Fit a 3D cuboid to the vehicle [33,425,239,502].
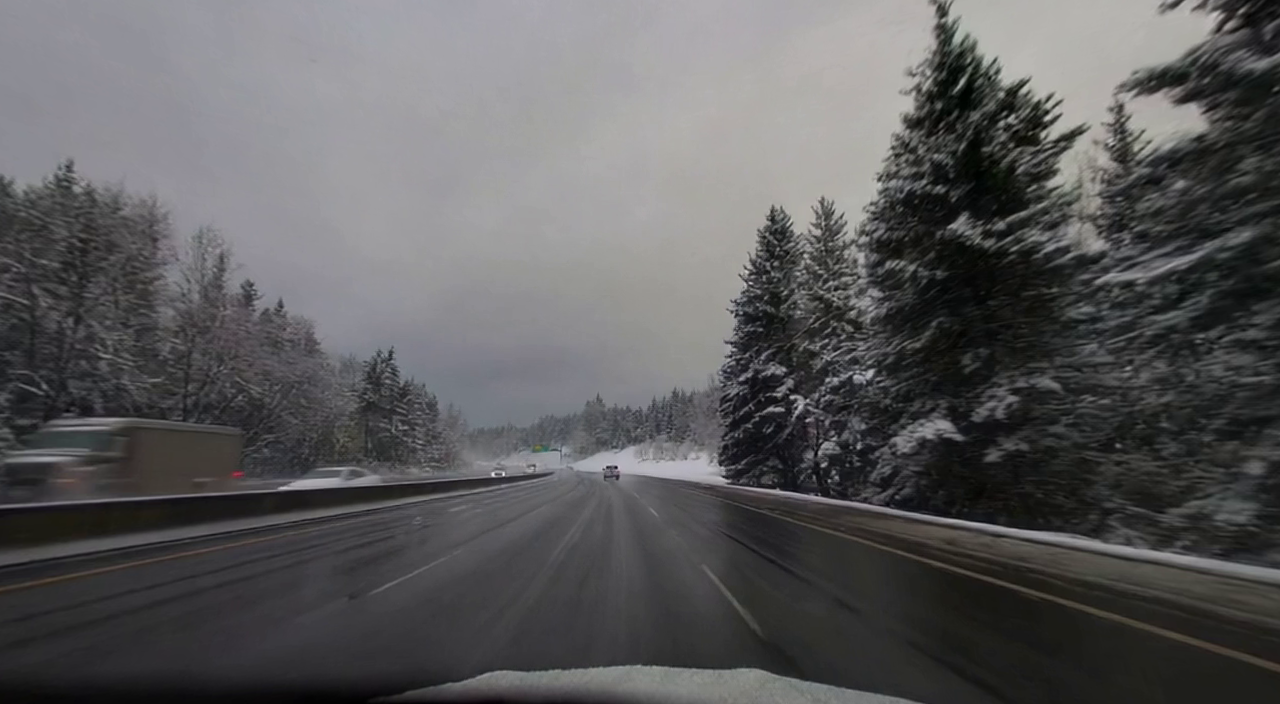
[{"bbox_3d":[-17.633,4.024,22.660,2.487,2.367,5.817,1,-11,0],"label":"vehicle"}]
